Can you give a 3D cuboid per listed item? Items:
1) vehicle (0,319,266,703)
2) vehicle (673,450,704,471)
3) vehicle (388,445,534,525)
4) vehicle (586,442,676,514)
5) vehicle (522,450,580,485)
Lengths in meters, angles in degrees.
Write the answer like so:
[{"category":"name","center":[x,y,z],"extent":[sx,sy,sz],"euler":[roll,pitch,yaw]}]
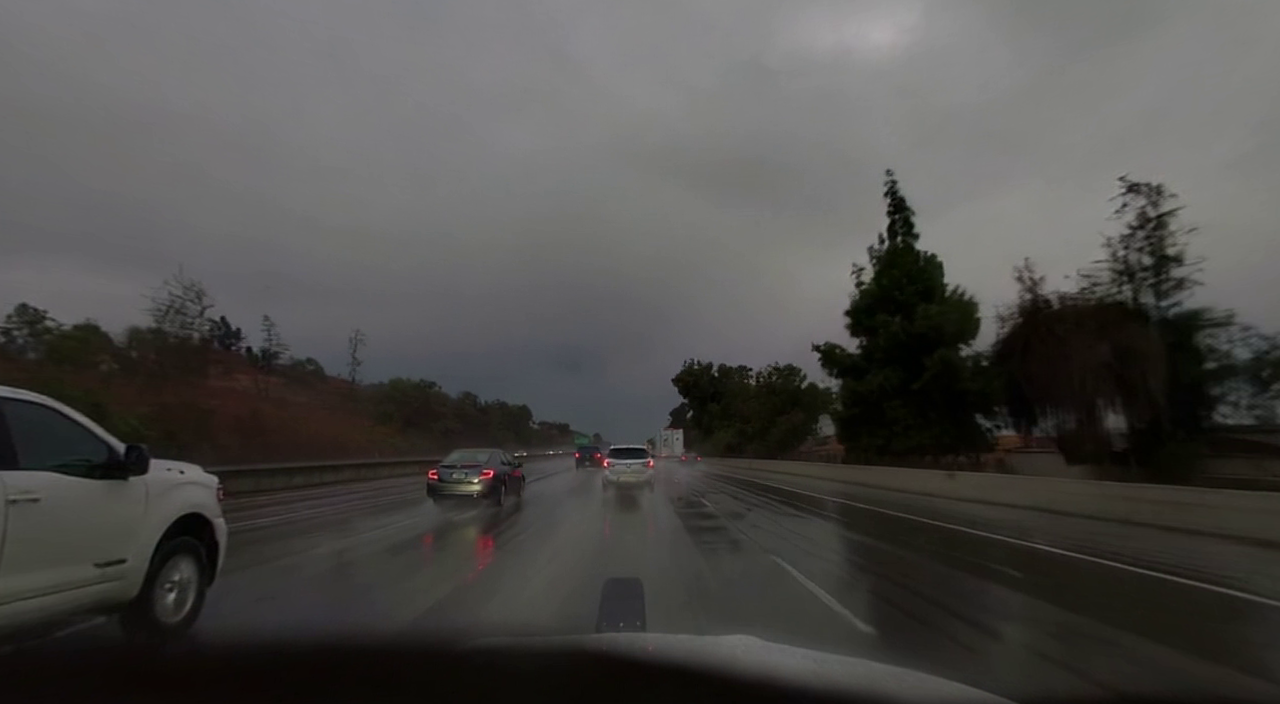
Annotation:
[{"category":"vehicle","center":[-3.949,0.712,2.149],"extent":[2.243,1.889,4.949],"euler":[0,-9,1]},{"category":"vehicle","center":[3.578,8.077,47.153],"extent":[1.858,1.537,3.838],"euler":[0,-9,-2]},{"category":"vehicle","center":[-3.774,2.884,14.276],"extent":[1.988,1.501,4.438],"euler":[0,-9,0]},{"category":"vehicle","center":[-0.201,3.065,15.736],"extent":[1.996,1.574,3.426],"euler":[0,-9,0]},{"category":"vehicle","center":[-4.012,5.279,29.140],"extent":[1.999,1.484,4.269],"euler":[0,-9,1]}]
